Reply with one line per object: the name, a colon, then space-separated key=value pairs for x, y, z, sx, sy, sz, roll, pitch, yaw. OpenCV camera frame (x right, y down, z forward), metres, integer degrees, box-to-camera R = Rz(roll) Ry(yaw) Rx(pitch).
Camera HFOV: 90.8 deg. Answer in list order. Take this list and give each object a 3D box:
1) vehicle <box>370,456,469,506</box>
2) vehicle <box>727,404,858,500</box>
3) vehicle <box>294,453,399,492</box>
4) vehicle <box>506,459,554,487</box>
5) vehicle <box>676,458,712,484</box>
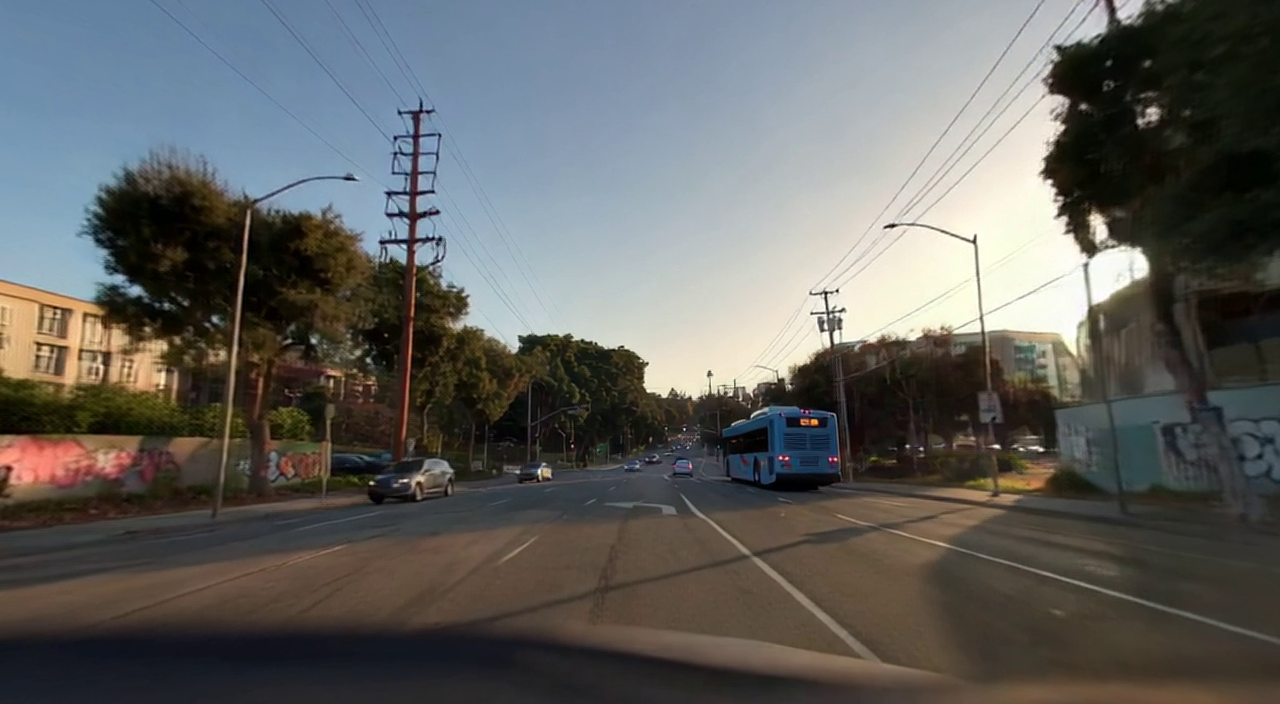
vehicle: x=-8.476 y=4.988 z=24.807 sx=2.011 sy=1.672 sz=4.637 roll=-1 pitch=-9 yaw=3
vehicle: x=6.409 y=4.573 z=29.312 sx=3.045 sy=3.447 sz=12.604 roll=0 pitch=-9 yaw=1
vehicle: x=-15.632 y=6.417 z=33.969 sx=4.719 sy=1.903 sz=2.051 roll=2 pitch=-9 yaw=-13
vehicle: x=-7.393 y=8.172 z=42.818 sx=2.017 sy=1.659 sz=4.405 roll=-1 pitch=-9 yaw=7
vehicle: x=3.473 y=7.755 z=41.380 sx=1.961 sy=1.470 sz=4.196 roll=0 pitch=-9 yaw=0
